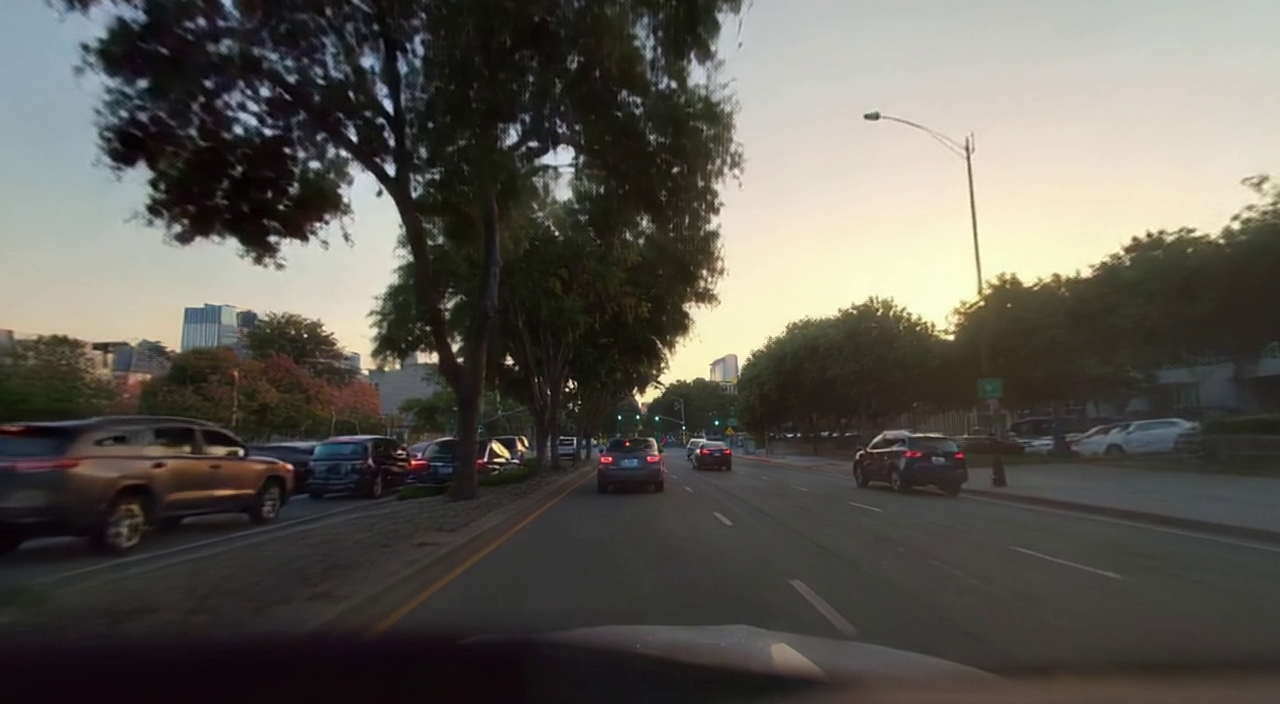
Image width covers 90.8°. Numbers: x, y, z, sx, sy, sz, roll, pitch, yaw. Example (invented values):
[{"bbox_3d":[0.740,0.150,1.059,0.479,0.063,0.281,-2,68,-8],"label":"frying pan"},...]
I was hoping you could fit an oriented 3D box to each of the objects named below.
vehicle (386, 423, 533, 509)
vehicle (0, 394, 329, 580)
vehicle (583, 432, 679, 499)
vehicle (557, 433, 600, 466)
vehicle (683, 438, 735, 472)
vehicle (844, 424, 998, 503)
[{"bbox_3d":[-3.824,2.517,14.315,2.009,1.619,4.376,0,-9,1],"label":"vehicle"},{"bbox_3d":[-6.738,1.691,8.834,1.864,1.737,5.689,0,-9,0],"label":"vehicle"},{"bbox_3d":[-0.224,2.879,16.392,2.161,1.501,4.184,0,-9,-1],"label":"vehicle"},{"bbox_3d":[-3.594,5.786,37.717,2.154,1.801,5.015,0,-9,-1],"label":"vehicle"},{"bbox_3d":[3.222,4.896,30.281,1.905,1.473,4.183,0,-9,-2],"label":"vehicle"},{"bbox_3d":[6.724,2.716,15.723,1.889,1.681,4.120,0,-9,0],"label":"vehicle"}]
